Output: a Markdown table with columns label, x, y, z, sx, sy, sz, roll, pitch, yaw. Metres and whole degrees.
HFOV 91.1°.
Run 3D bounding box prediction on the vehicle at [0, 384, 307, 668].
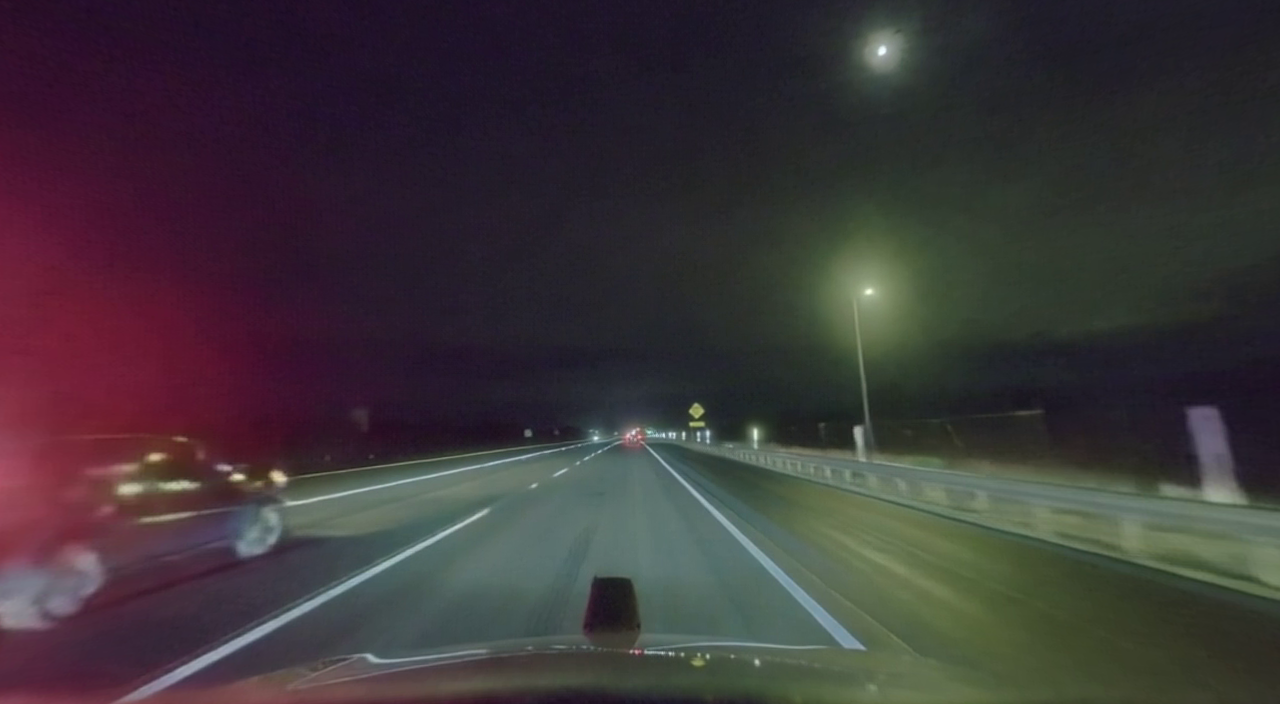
| label | x | y | z | sx | sy | sz | roll | pitch | yaw |
| --- | --- | --- | --- | --- | --- | --- | --- | --- | --- |
| vehicle | -4.561 | 1.037 | 4.078 | 2.149 | 1.532 | 4.905 | 0 | -8 | 0 |
